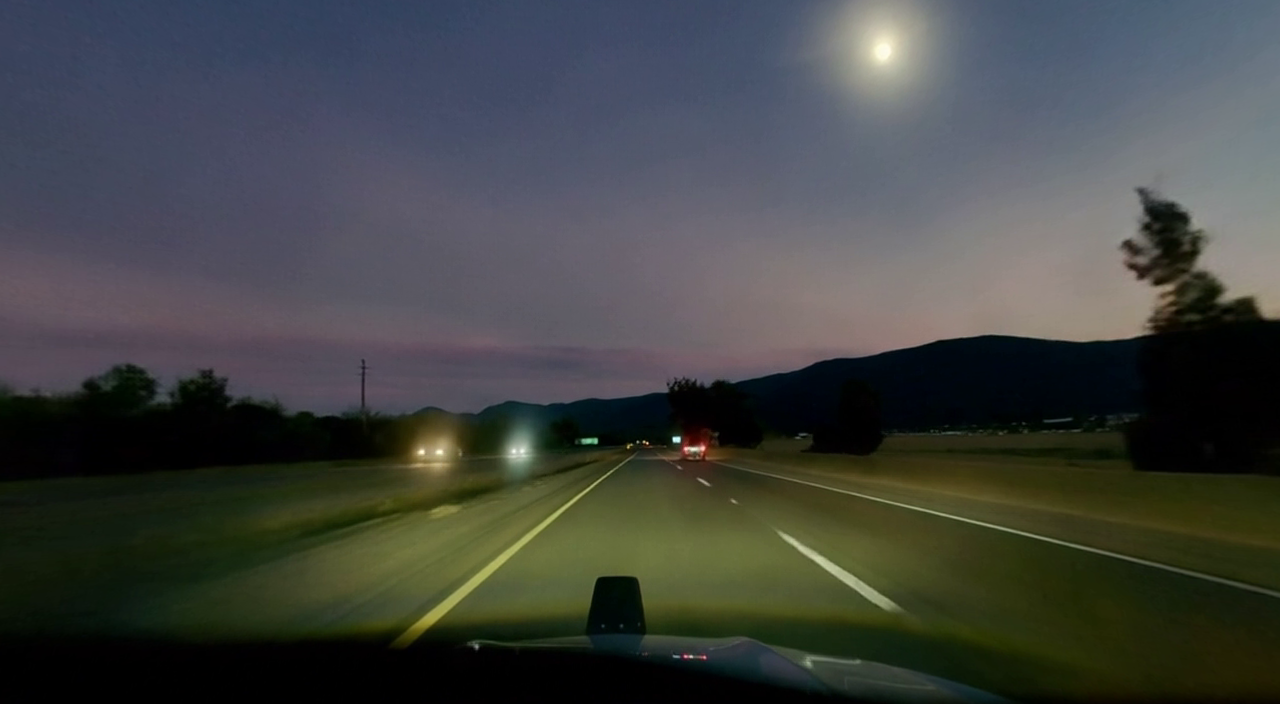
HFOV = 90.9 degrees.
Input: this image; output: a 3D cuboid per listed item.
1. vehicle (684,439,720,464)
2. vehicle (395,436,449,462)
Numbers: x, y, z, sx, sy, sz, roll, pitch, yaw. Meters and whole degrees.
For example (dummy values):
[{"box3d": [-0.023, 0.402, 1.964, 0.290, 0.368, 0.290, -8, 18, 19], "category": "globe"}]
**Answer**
[{"box3d": [4.372, 7.055, 44.891, 2.157, 1.640, 4.056, 0, -8, 1], "category": "vehicle"}, {"box3d": [-16.973, 7.577, 49.450, 2.361, 1.937, 5.075, -1, -8, 1], "category": "vehicle"}]
